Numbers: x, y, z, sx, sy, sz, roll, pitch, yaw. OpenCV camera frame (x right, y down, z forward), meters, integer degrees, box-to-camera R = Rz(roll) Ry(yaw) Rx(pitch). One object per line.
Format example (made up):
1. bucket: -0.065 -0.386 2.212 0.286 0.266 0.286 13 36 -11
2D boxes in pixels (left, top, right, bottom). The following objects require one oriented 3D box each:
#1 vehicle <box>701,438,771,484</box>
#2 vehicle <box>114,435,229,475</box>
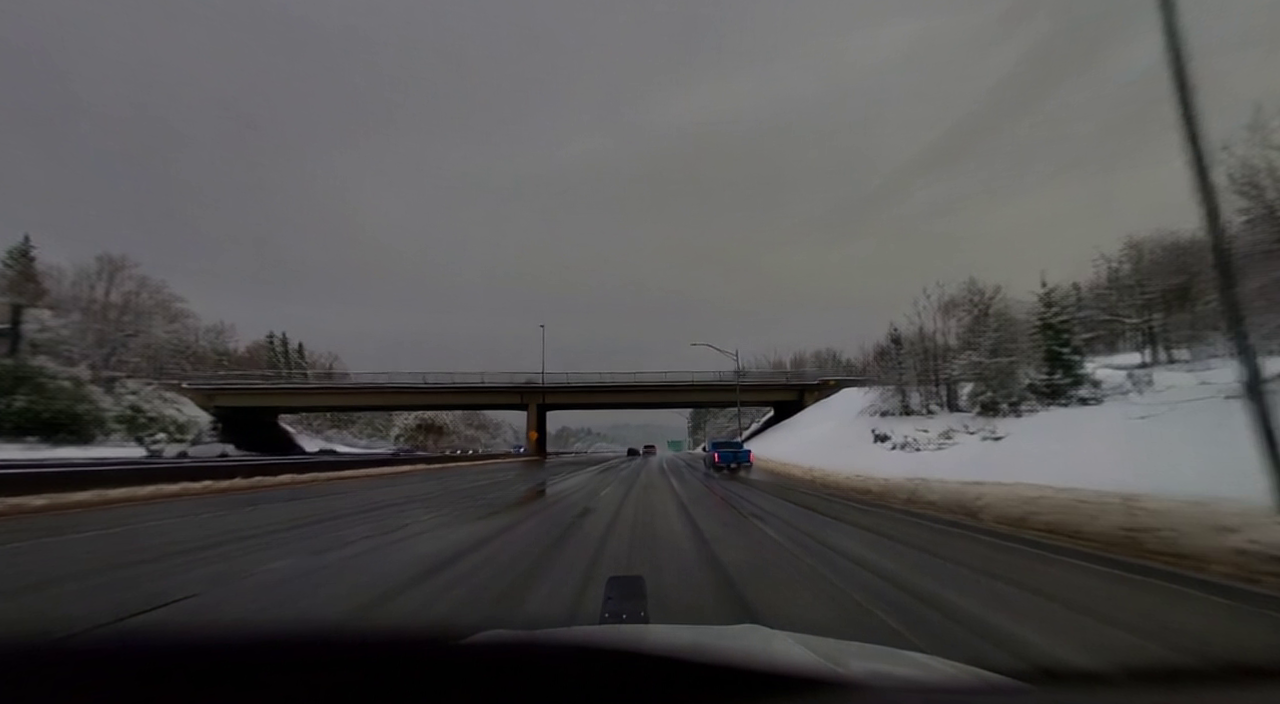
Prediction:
1. vehicle: 3.676 4.274 25.139 2.010 1.637 4.940 0 -8 0
2. vehicle: -20.653 4.539 28.035 1.855 1.628 4.049 -1 -8 3
